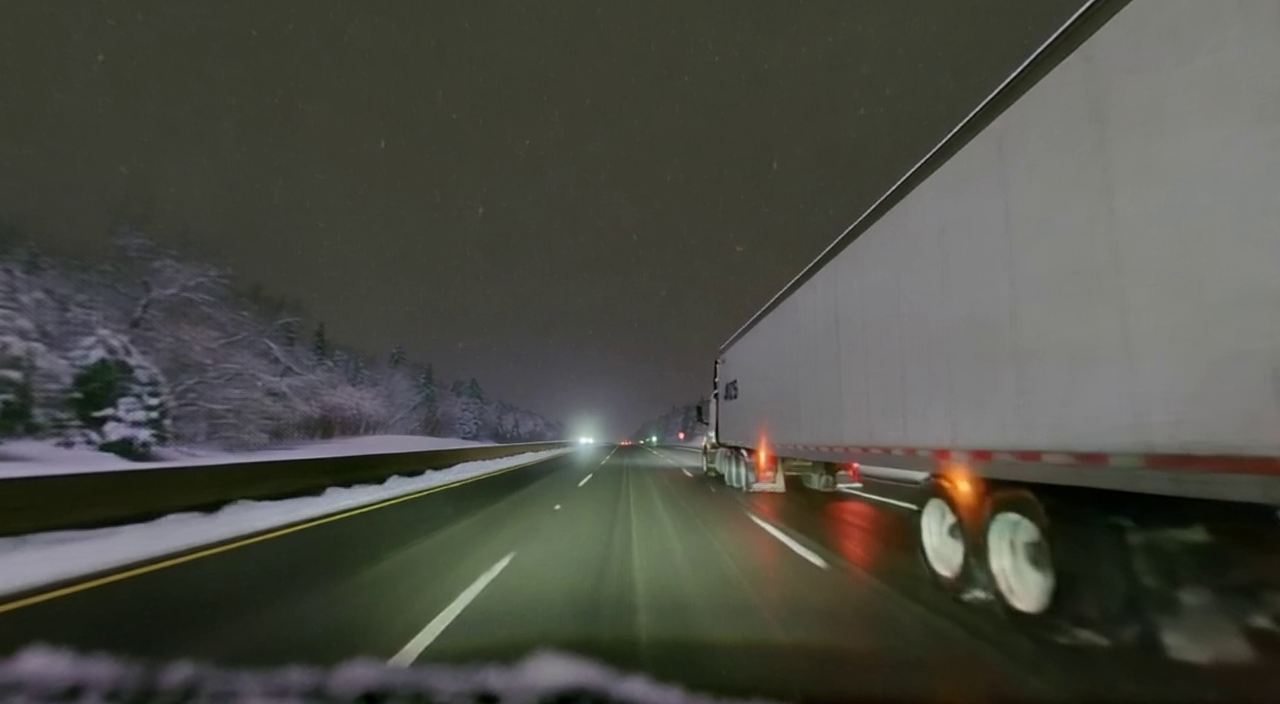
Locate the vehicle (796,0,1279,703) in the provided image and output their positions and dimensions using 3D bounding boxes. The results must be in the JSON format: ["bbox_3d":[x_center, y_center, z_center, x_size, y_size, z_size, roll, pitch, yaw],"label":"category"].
[{"bbox_3d":[4.301,0.198,6.628,2.880,3.986,9.103,0,-8,0],"label":"vehicle"}]
